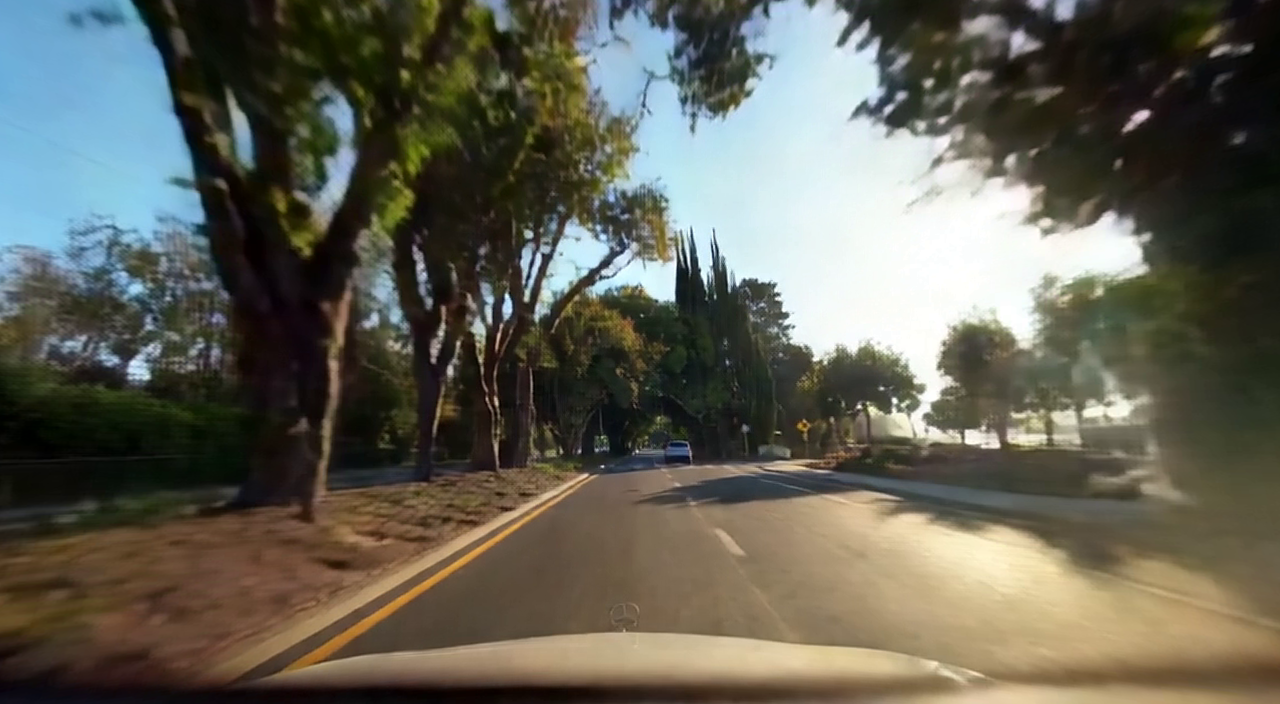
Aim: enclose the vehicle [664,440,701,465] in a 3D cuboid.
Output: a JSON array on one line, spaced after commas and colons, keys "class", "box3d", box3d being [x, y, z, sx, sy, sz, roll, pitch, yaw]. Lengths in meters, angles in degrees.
[{"class": "vehicle", "box3d": [2.725, 6.545, 41.145, 2.044, 1.537, 4.528, 0, -8, -1]}]
